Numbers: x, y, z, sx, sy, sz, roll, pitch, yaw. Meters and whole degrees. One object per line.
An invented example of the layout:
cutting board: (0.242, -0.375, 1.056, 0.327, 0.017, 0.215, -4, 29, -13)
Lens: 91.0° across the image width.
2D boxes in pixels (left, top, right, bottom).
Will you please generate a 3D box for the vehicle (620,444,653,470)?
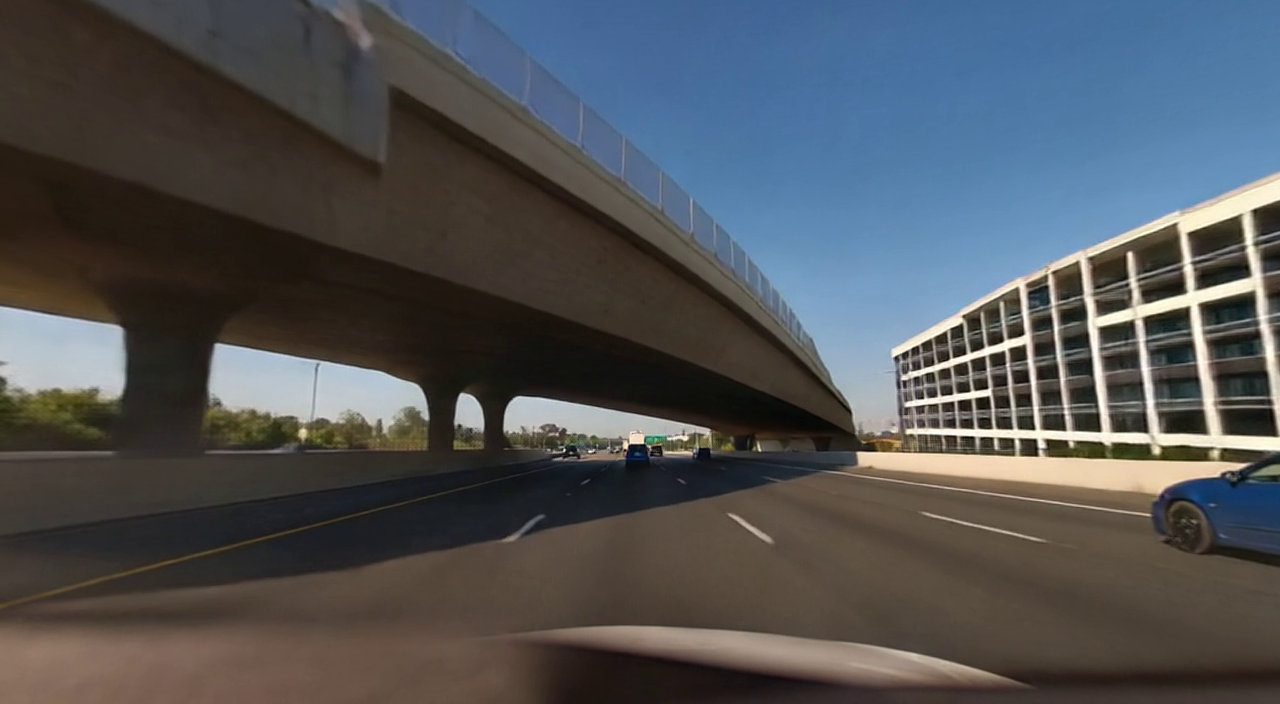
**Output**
vehicle: (-0.203, 6.683, 40.287, 2.036, 1.542, 3.891, 0, -8, 0)
